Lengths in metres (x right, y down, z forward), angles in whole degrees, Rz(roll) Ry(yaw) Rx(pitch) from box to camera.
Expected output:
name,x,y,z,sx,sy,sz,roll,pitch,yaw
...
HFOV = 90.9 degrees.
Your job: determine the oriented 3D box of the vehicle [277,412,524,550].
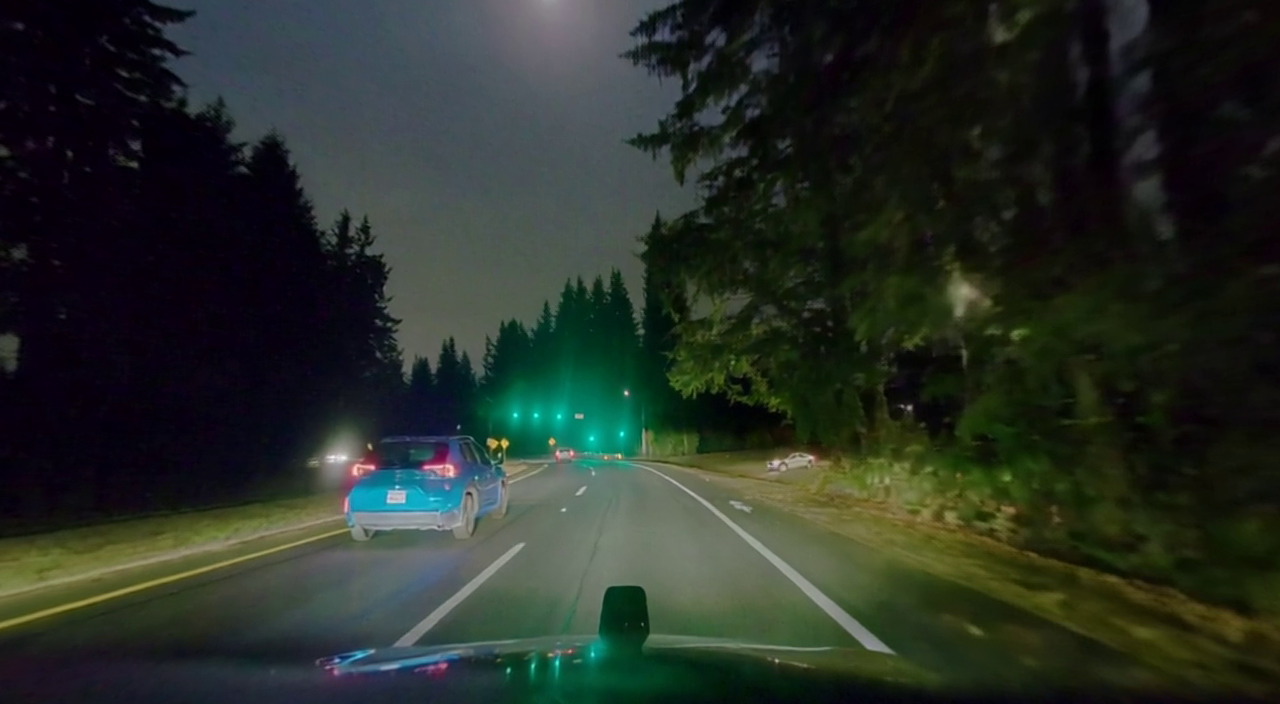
name,x,y,z,sx,sy,sz,roll,pitch,yaw
vehicle,-3.730,2.136,11.162,2.336,1.857,4.986,-1,-8,1
